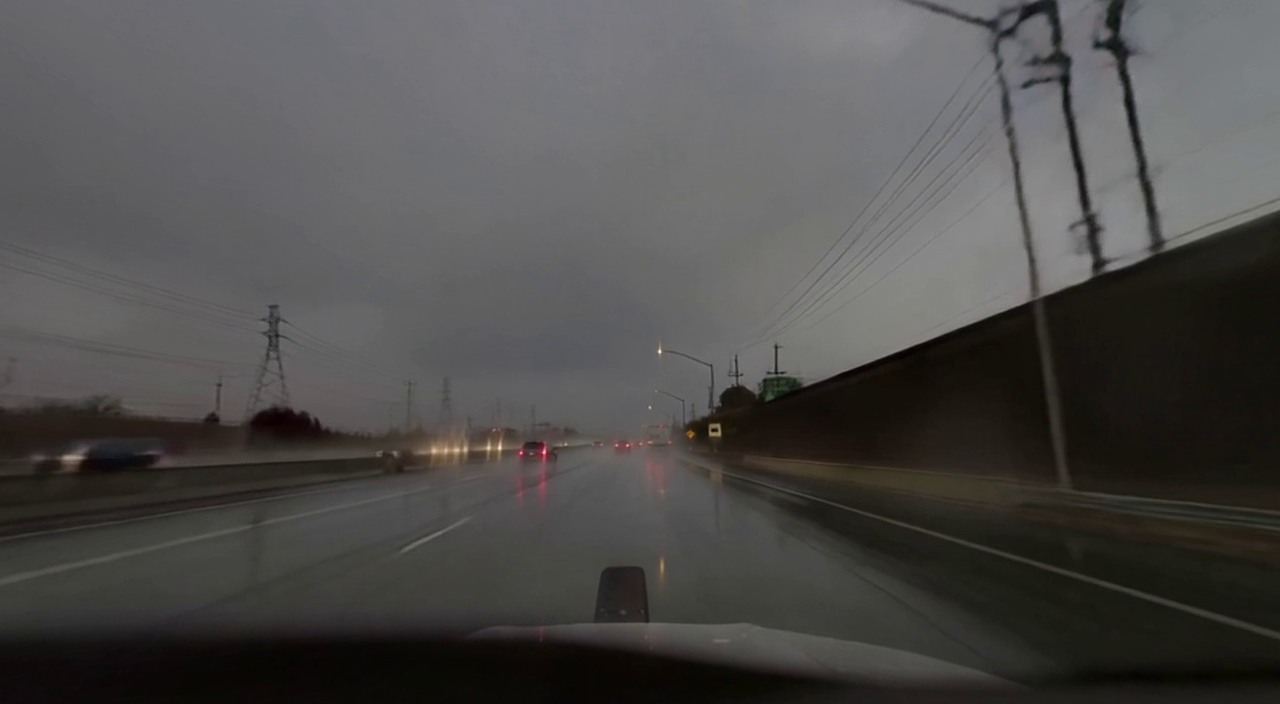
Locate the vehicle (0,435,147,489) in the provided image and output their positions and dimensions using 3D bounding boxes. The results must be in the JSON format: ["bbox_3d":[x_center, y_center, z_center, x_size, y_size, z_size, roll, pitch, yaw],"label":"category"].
[{"bbox_3d":[-20.318,3.800,22.200,2.079,1.662,4.800,0,-8,-1],"label":"vehicle"}]

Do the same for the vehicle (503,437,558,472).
[{"bbox_3d":[-5.486,5.207,32.169,2.064,1.642,4.389,0,-8,0],"label":"vehicle"}]
